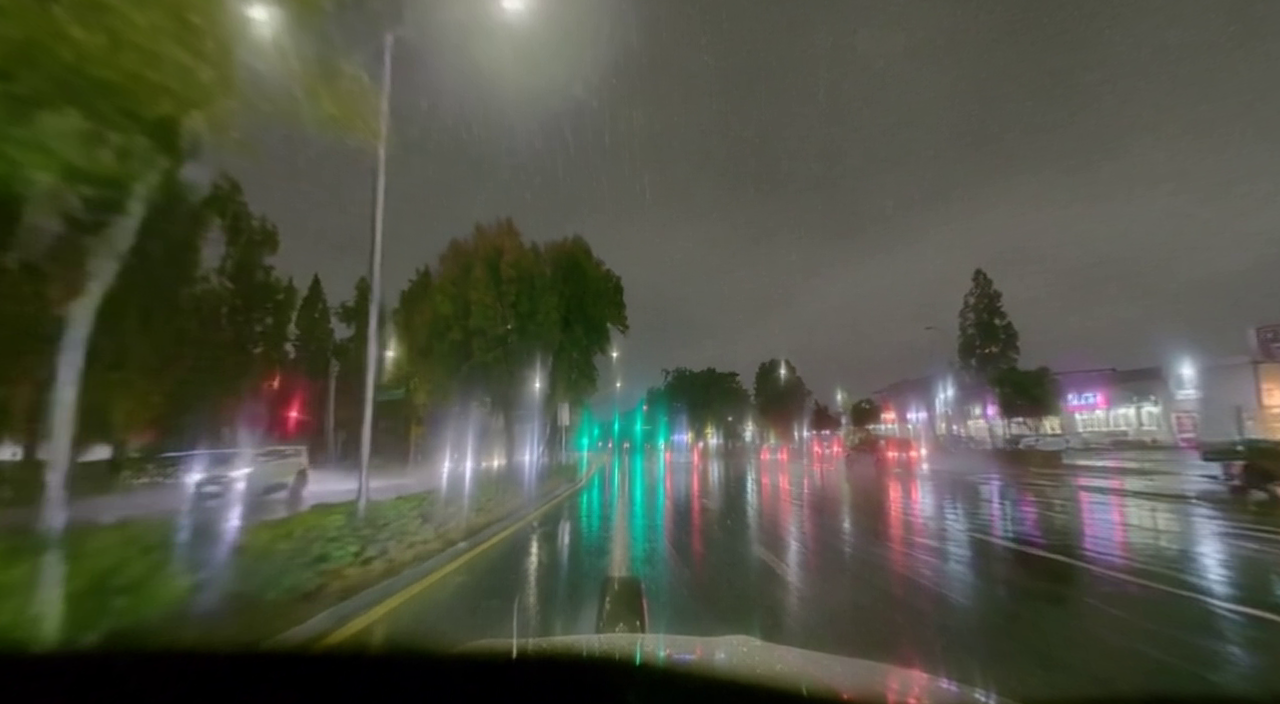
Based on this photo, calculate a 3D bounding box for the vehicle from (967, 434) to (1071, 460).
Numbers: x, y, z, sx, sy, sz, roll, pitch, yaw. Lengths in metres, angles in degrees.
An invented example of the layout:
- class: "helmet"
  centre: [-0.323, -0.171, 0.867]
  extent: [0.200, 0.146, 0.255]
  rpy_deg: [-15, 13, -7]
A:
- class: "vehicle"
  centre: [22.316, 5.622, 37.373]
  extent: [4.724, 1.471, 2.203]
  rpy_deg: [0, -8, -2]

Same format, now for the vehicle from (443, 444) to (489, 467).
- class: "vehicle"
  centre: [-11.983, 7.146, 43.840]
  extent: [1.937, 1.508, 4.650]
  rpy_deg: [0, -8, -1]

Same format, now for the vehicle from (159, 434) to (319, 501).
- class: "vehicle"
  centre: [-11.659, 3.362, 18.808]
  extent: [1.985, 1.715, 4.330]
  rpy_deg: [0, -8, -2]

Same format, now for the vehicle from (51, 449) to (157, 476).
- class: "vehicle"
  centre: [-30.869, 6.370, 36.498]
  extent: [4.308, 1.474, 1.917]
  rpy_deg: [0, -8, -2]

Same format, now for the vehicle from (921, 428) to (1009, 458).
- class: "vehicle"
  centre: [22.624, 6.362, 44.185]
  extent: [4.824, 1.976, 2.281]
  rpy_deg: [-1, -8, 2]
